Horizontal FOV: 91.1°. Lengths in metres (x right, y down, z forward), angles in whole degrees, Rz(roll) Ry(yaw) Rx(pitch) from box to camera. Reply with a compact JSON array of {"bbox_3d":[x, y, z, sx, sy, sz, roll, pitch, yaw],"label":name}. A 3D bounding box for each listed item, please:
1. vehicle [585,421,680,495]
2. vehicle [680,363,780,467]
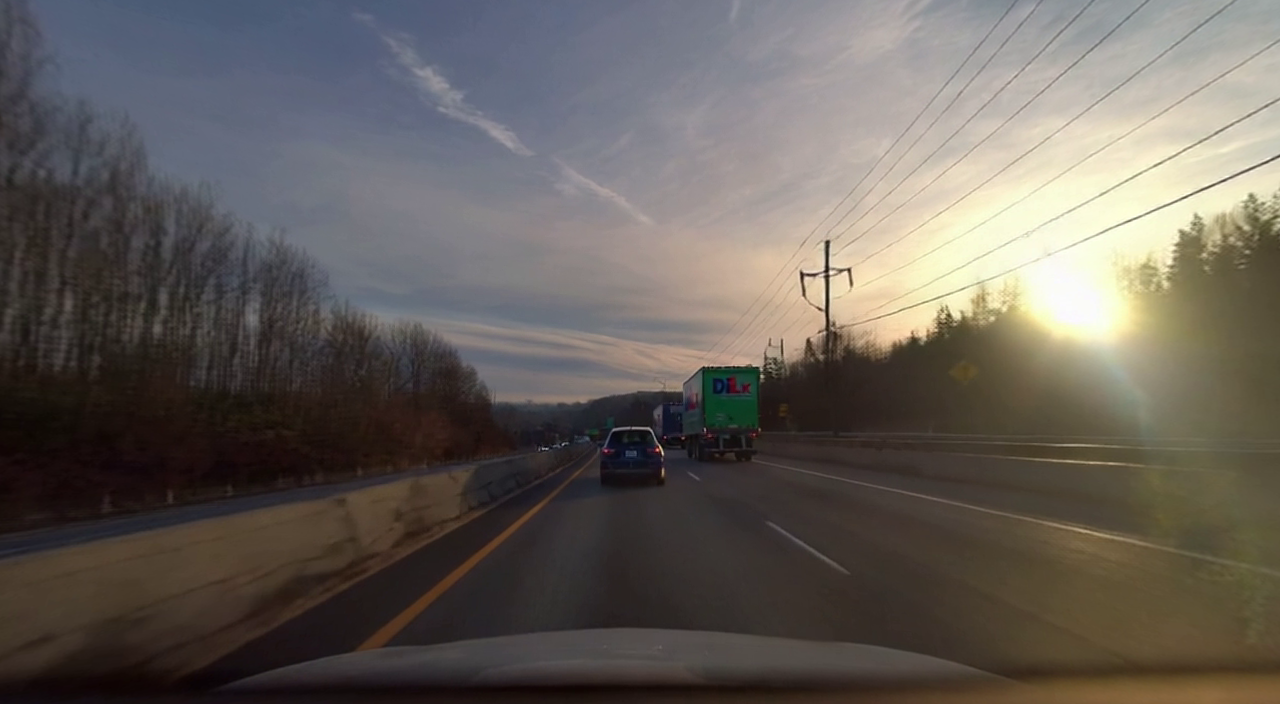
[{"bbox_3d":[-0.223,2.570,15.616,2.062,1.581,3.914,0,-8,-2],"label":"vehicle"},{"bbox_3d":[3.640,2.963,28.027,2.835,3.872,8.916,0,-8,-2],"label":"vehicle"}]
